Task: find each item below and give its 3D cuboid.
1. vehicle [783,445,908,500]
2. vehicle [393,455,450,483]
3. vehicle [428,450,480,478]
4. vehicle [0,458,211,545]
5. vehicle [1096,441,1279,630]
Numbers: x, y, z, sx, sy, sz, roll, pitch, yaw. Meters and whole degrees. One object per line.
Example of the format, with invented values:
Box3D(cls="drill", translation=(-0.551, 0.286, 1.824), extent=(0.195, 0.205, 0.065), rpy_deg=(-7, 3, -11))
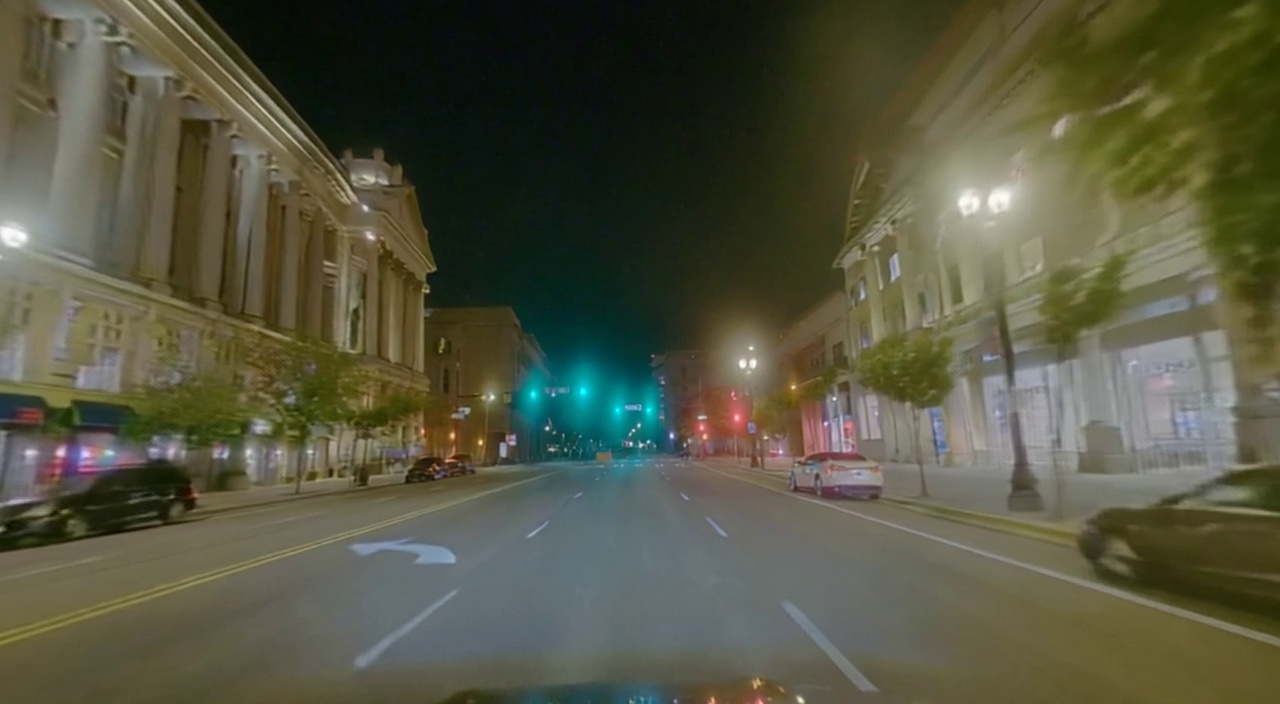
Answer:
Box3D(cls="vehicle", translation=(5.999, 3.544, 19.157), extent=(2.091, 1.445, 4.678), rpy_deg=(0, -8, -1))
Box3D(cls="vehicle", translation=(-12.637, 6.761, 36.801), extent=(1.767, 1.455, 4.389), rpy_deg=(0, -8, 0))
Box3D(cls="vehicle", translation=(-12.841, 7.722, 43.985), extent=(2.011, 1.668, 5.474), rpy_deg=(-1, -8, -1))
Box3D(cls="vehicle", translation=(-12.576, 3.357, 14.783), extent=(1.911, 1.558, 4.793), rpy_deg=(-3, -9, -2))
Box3D(cls="vehicle", translation=(5.843, 1.356, 4.489), extent=(1.869, 1.430, 4.365), rpy_deg=(0, -8, -1))
